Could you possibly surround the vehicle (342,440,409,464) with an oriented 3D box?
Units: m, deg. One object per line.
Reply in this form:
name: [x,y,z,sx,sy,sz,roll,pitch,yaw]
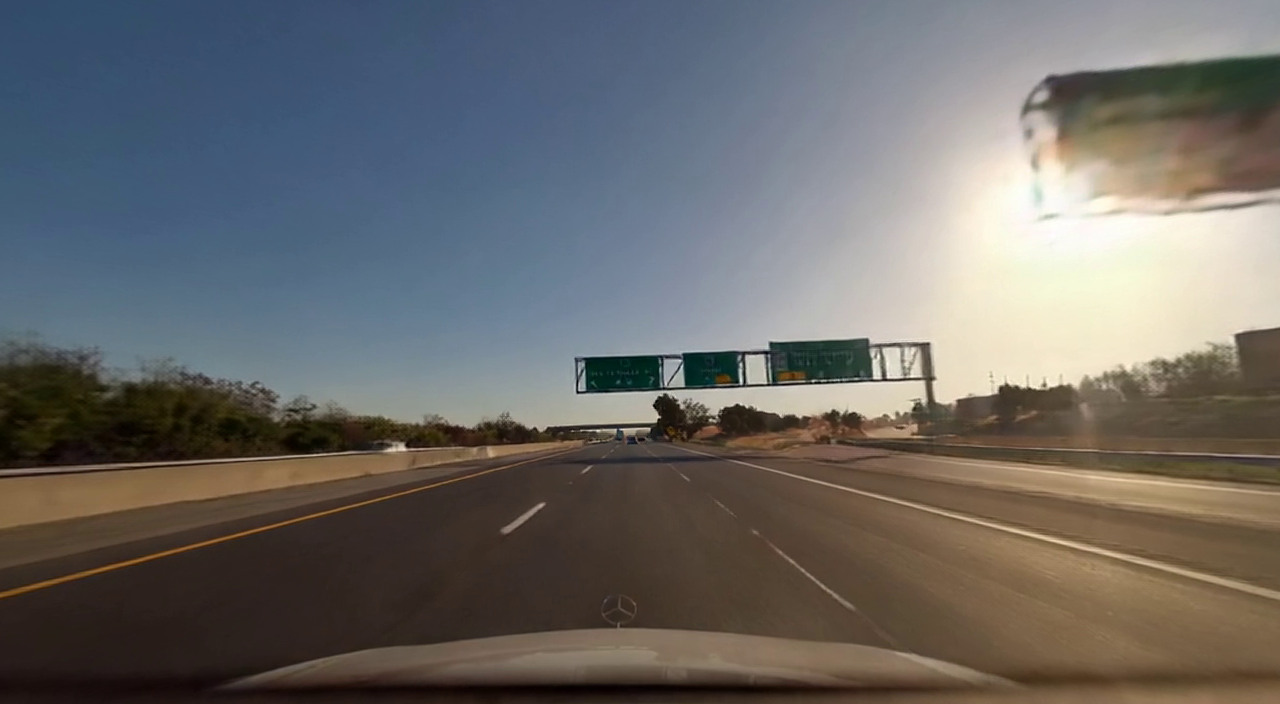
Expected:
vehicle: [-18.728,7.069,44.815,2.404,1.548,5.453,0,-8,0]
